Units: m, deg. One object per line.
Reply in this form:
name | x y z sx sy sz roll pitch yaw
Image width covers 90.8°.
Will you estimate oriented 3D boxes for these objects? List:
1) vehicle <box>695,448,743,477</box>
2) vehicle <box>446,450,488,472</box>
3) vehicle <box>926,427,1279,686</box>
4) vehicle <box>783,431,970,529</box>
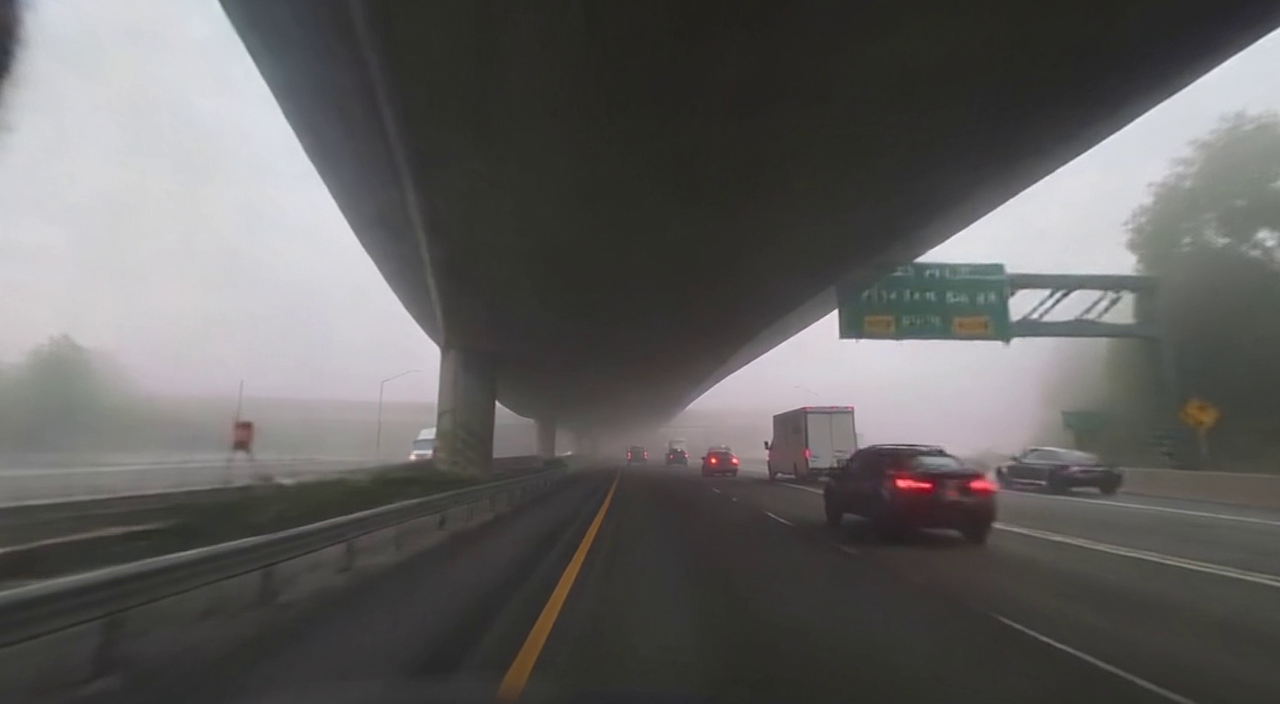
vehicle | 4.245 6.025 34.622 1.971 1.453 4.414 0 -9 -2
vehicle | -13.333 8.404 48.993 1.971 1.612 4.481 0 -9 -1
vehicle | 4.628 1.481 5.635 1.927 1.489 4.478 0 -9 -2
vehicle | 4.668 2.577 13.374 2.084 1.698 4.489 0 -9 -2
